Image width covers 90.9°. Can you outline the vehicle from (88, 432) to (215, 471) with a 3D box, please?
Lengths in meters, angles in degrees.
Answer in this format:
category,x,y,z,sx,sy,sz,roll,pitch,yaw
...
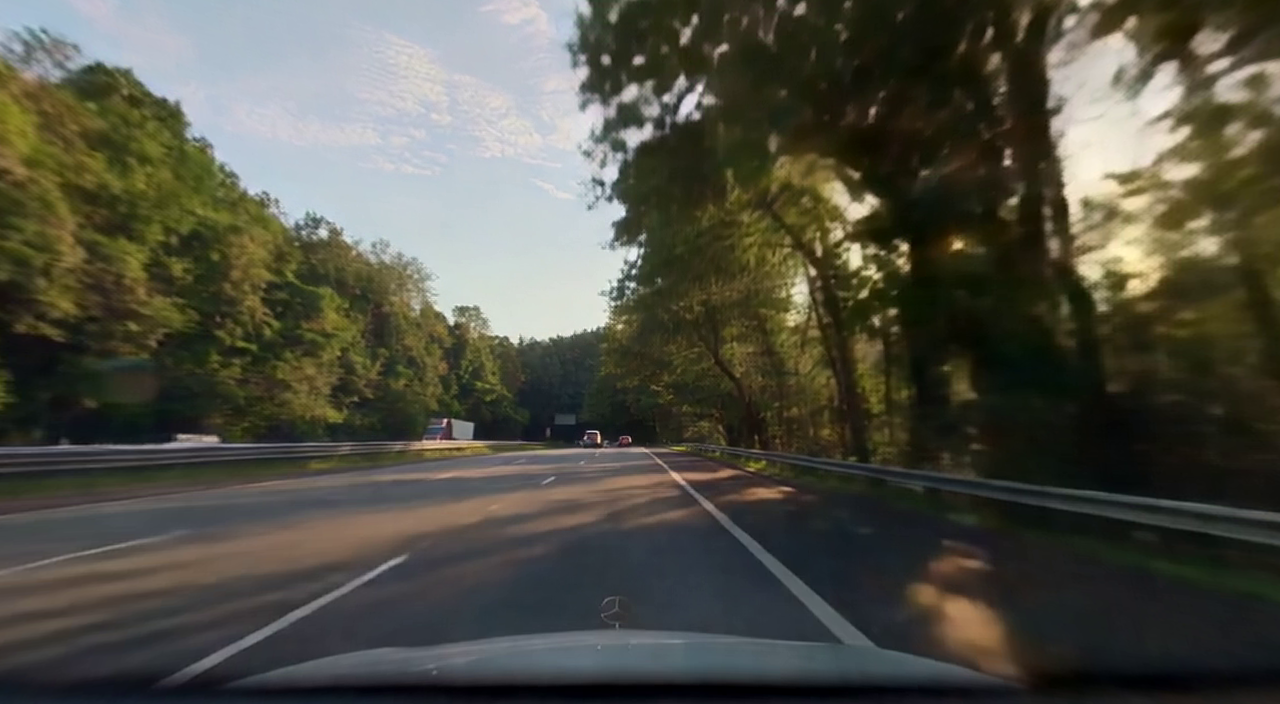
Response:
category,x,y,z,sx,sy,sz,roll,pitch,yaw
vehicle,-20.153,4.107,26.282,1.870,1.467,4.286,0,-8,-1
